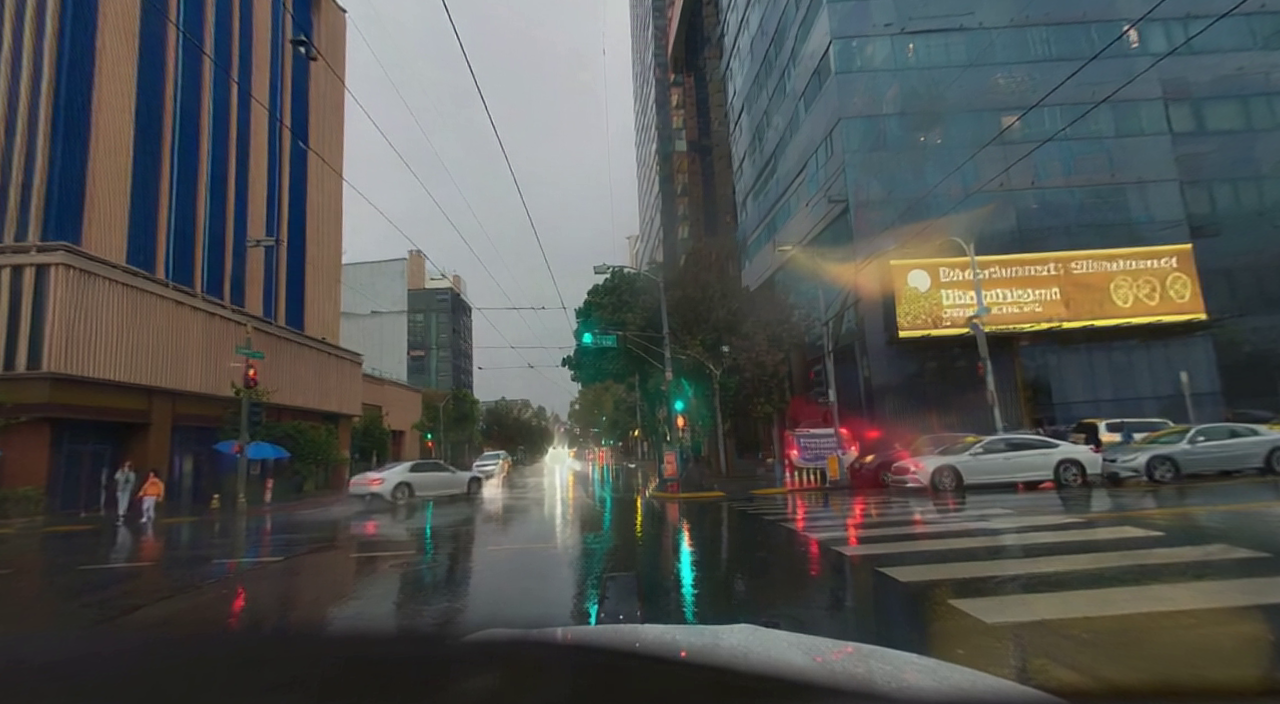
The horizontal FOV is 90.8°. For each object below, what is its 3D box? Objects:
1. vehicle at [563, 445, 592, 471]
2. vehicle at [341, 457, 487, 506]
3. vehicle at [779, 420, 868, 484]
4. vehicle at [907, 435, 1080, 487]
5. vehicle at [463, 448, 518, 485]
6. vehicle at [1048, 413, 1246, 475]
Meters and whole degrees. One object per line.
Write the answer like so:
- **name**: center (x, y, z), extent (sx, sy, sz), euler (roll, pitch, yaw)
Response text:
- **vehicle**: center (-4.815, 8.203, 49.169), extent (2.137, 1.910, 5.120), euler (1, -9, -4)
- **vehicle**: center (-7.962, 4.549, 22.617), extent (1.797, 1.490, 4.549), euler (-8, -11, 41)
- **vehicle**: center (7.578, 4.108, 26.631), extent (2.316, 2.425, 4.466), euler (1, -7, -2)
- **vehicle**: center (11.395, 3.524, 20.546), extent (4.697, 1.510, 1.596), euler (0, -9, -4)
- **vehicle**: center (-8.453, 6.494, 36.146), extent (2.121, 1.792, 4.510), euler (-4, -8, -2)
- **vehicle**: center (16.759, 3.049, 21.070), extent (4.944, 1.946, 1.952), euler (0, -8, -3)
